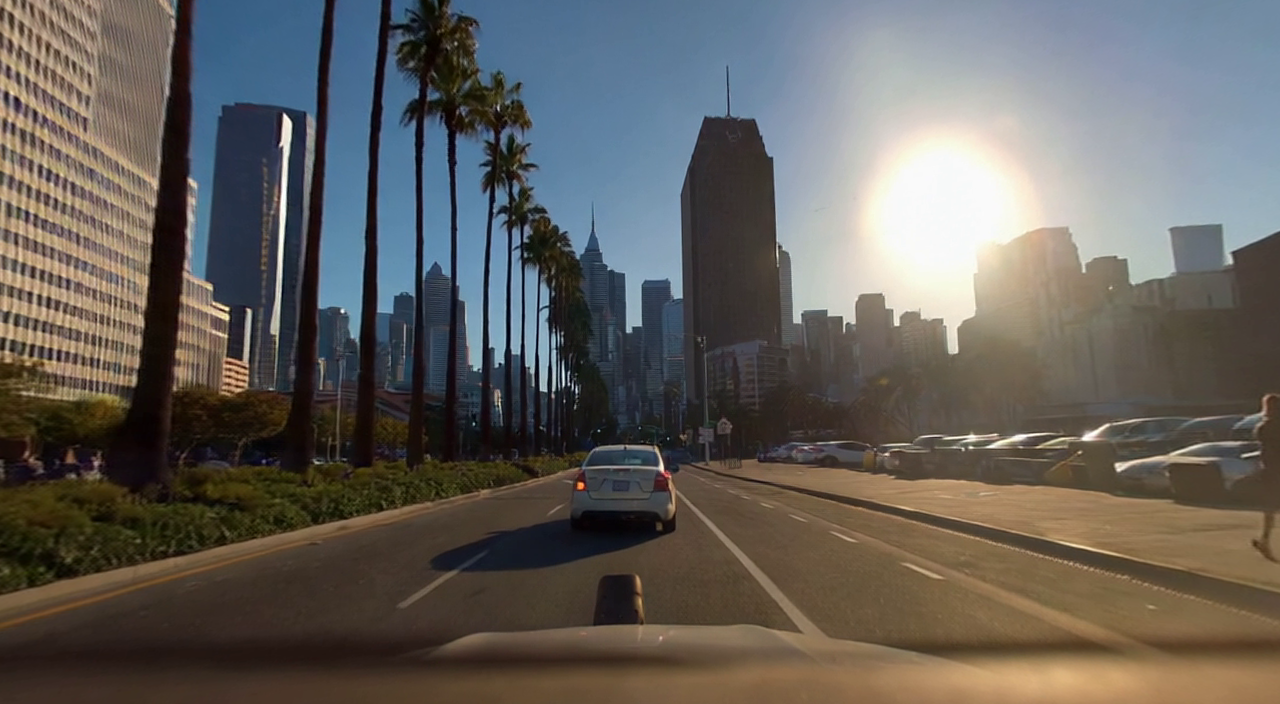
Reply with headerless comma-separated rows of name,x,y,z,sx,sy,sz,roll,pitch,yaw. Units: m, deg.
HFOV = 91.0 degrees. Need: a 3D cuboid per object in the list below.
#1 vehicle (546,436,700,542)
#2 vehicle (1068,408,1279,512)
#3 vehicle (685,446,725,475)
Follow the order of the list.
vehicle,-0.240,2.288,11.158,2.235,1.528,3.876,0,-9,0
vehicle,12.914,2.262,13.657,5.301,1.962,2.431,-3,-8,4
vehicle,4.317,7.270,42.452,2.136,1.774,4.778,0,-9,0
